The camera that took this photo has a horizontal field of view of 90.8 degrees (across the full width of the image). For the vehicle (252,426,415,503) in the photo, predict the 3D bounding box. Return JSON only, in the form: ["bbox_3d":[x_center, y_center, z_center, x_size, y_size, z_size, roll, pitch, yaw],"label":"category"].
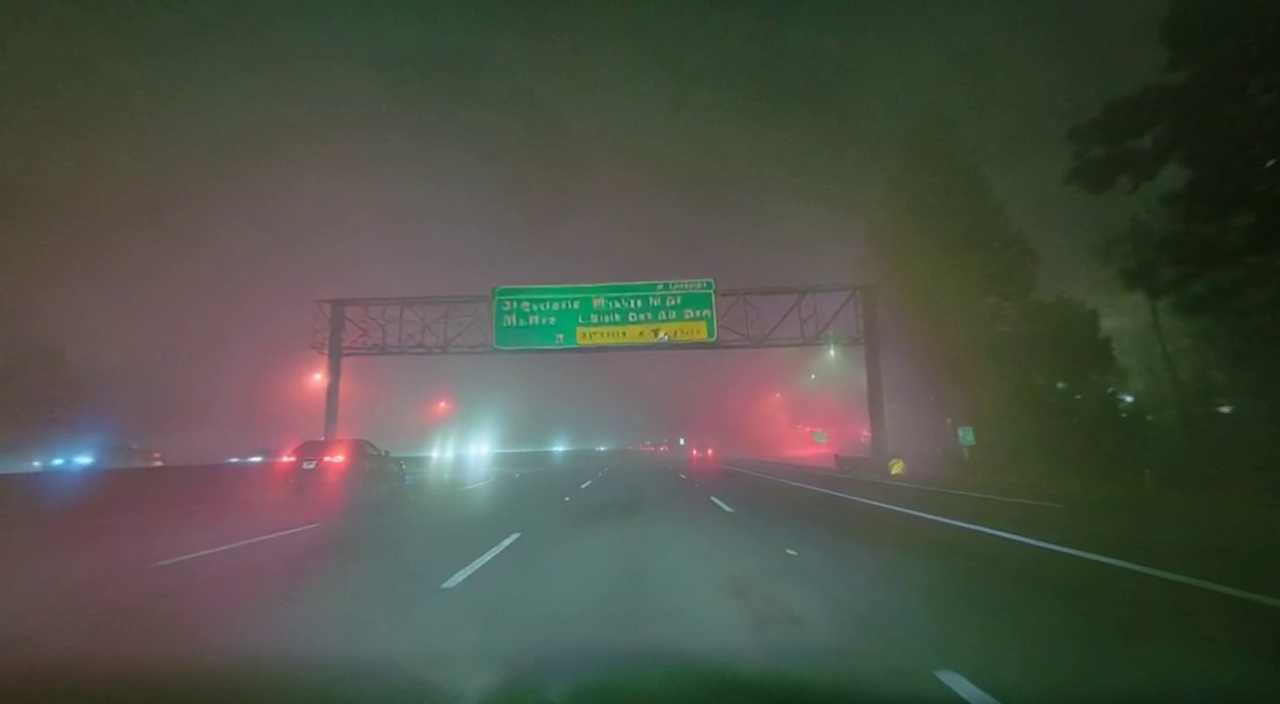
[{"bbox_3d":[-7.739,2.885,16.527,2.089,1.724,4.327,0,-8,0],"label":"vehicle"}]

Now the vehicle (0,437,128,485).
[{"bbox_3d":[-32.147,5.943,34.904,2.418,2.381,6.373,0,-8,-1],"label":"vehicle"}]

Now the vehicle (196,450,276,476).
[{"bbox_3d":[-24.636,6.764,38.722,1.845,1.463,4.705,0,-8,-1],"label":"vehicle"}]
